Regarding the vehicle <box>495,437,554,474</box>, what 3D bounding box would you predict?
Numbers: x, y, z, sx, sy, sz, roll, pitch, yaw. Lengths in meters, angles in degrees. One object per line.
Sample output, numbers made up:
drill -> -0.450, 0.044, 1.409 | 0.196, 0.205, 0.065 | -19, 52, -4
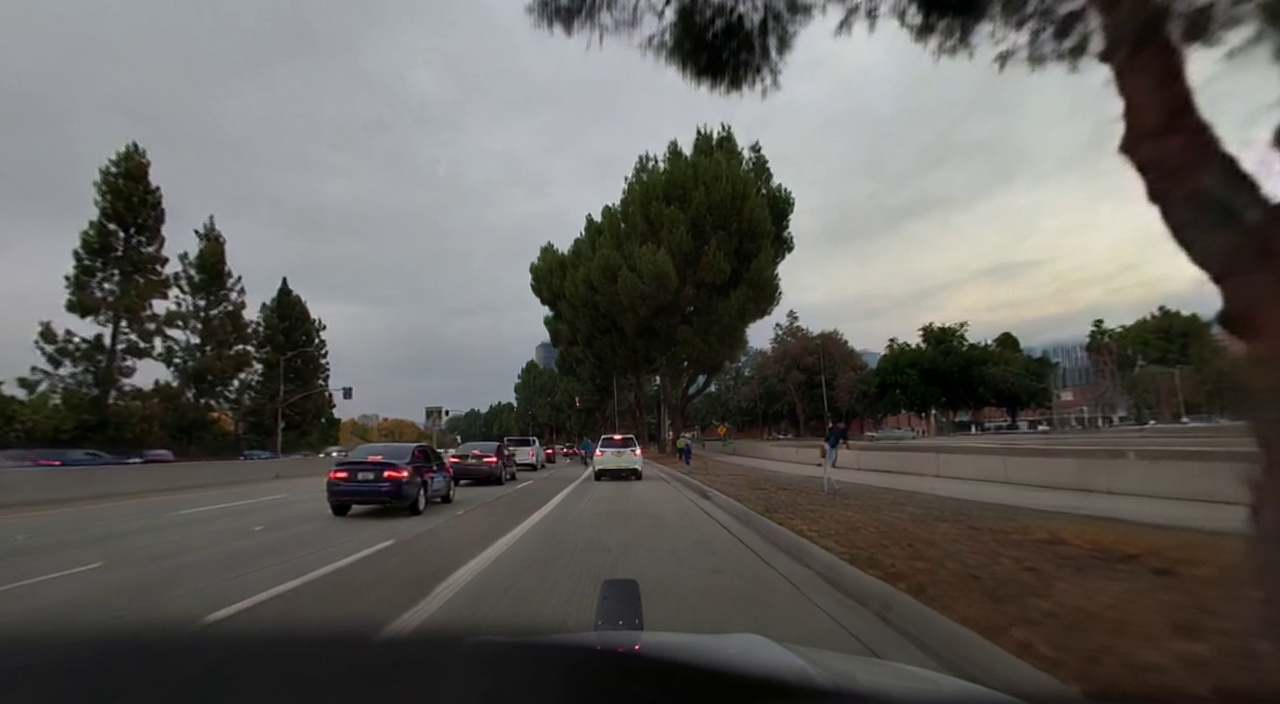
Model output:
vehicle -> -5.876, 5.318, 32.696 | 2.188, 1.774, 4.477 | 0, -8, 0

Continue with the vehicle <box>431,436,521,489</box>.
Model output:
vehicle -> -5.725, 3.910, 22.695 | 2.010, 1.674, 4.484 | 0, -8, 0

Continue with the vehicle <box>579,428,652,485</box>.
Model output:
vehicle -> -0.892, 3.729, 22.835 | 2.368, 1.829, 4.293 | 0, -9, -2

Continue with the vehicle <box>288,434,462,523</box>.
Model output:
vehicle -> -5.497, 2.647, 13.813 | 2.069, 1.616, 4.108 | 0, -8, -1
